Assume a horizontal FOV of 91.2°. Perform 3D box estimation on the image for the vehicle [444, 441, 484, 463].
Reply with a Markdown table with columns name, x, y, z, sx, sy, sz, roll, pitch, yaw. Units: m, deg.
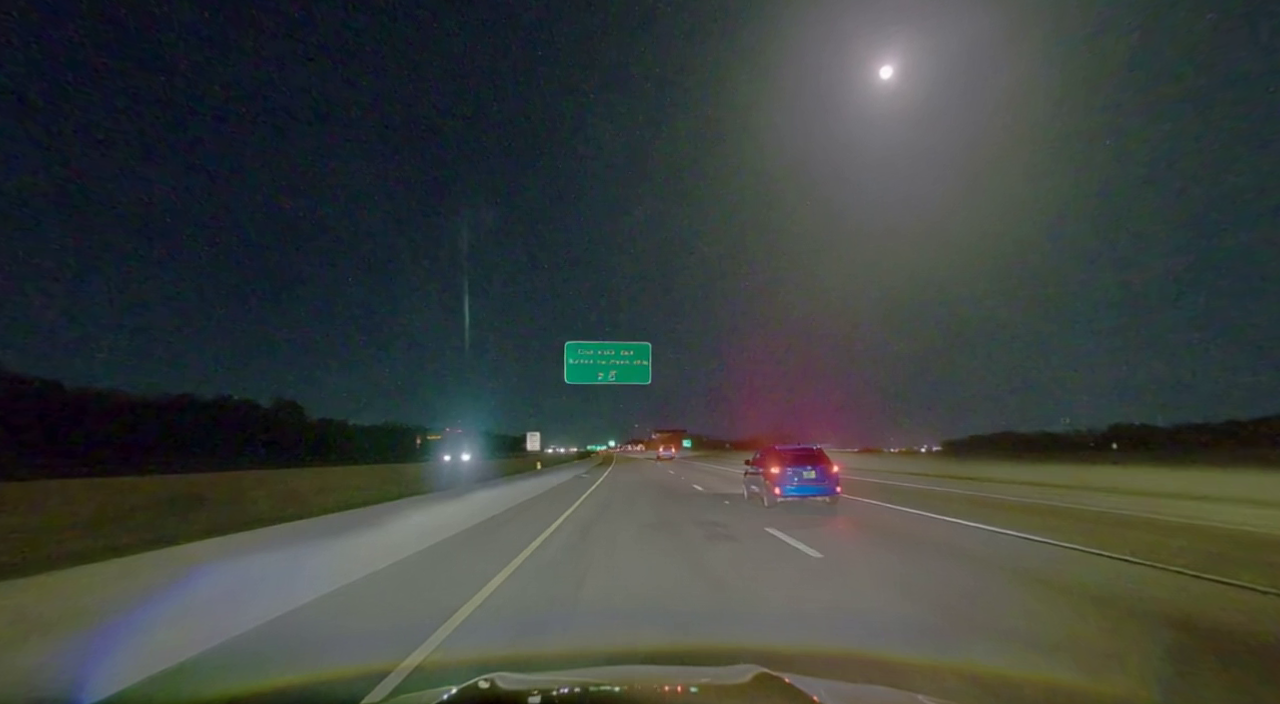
| name | x | y | z | sx | sy | sz | roll | pitch | yaw |
| --- | --- | --- | --- | --- | --- | --- | --- | --- | --- |
| vehicle | -12.966 | 7.405 | 46.444 | 1.859 | 1.584 | 3.912 | 0 | -9 | -1 |

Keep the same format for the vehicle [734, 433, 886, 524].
| name | x | y | z | sx | sy | sz | roll | pitch | yaw |
| --- | --- | --- | --- | --- | --- | --- | --- | --- | --- |
| vehicle | 3.405 | 2.632 | 13.563 | 2.002 | 1.604 | 4.265 | 0 | -9 | -1 |
